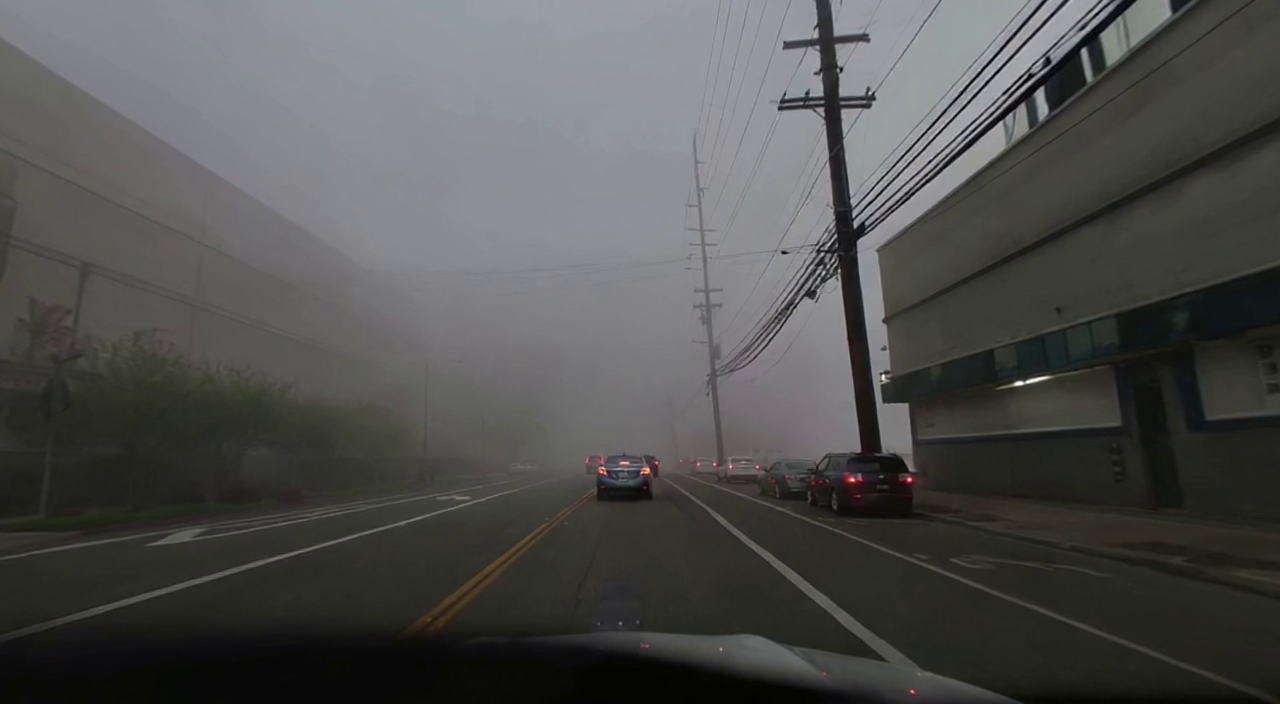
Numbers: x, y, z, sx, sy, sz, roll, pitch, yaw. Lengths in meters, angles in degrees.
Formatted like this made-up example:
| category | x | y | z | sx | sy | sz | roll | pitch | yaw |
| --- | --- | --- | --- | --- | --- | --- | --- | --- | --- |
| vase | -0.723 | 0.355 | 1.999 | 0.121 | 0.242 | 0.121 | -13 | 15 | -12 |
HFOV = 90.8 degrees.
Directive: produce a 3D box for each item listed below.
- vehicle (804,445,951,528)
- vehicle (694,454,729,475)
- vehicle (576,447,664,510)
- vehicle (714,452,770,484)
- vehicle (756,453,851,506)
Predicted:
| category | x | y | z | sx | sy | sz | roll | pitch | yaw |
| --- | --- | --- | --- | --- | --- | --- | --- | --- | --- |
| vehicle | 5.129 | 2.912 | 14.235 | 1.779 | 1.592 | 3.740 | 0 | -9 | -1 |
| vehicle | 5.234 | 8.340 | 47.011 | 1.987 | 1.459 | 4.677 | 0 | -8 | -1 |
| vehicle | -0.475 | 3.369 | 17.350 | 2.116 | 1.479 | 3.980 | 0 | -8 | 0 |
| vehicle | 5.314 | 6.103 | 33.582 | 2.108 | 1.471 | 4.948 | 0 | -9 | -1 |
| vehicle | 5.013 | 3.943 | 20.016 | 1.761 | 1.413 | 4.272 | 0 | -8 | -1 |
